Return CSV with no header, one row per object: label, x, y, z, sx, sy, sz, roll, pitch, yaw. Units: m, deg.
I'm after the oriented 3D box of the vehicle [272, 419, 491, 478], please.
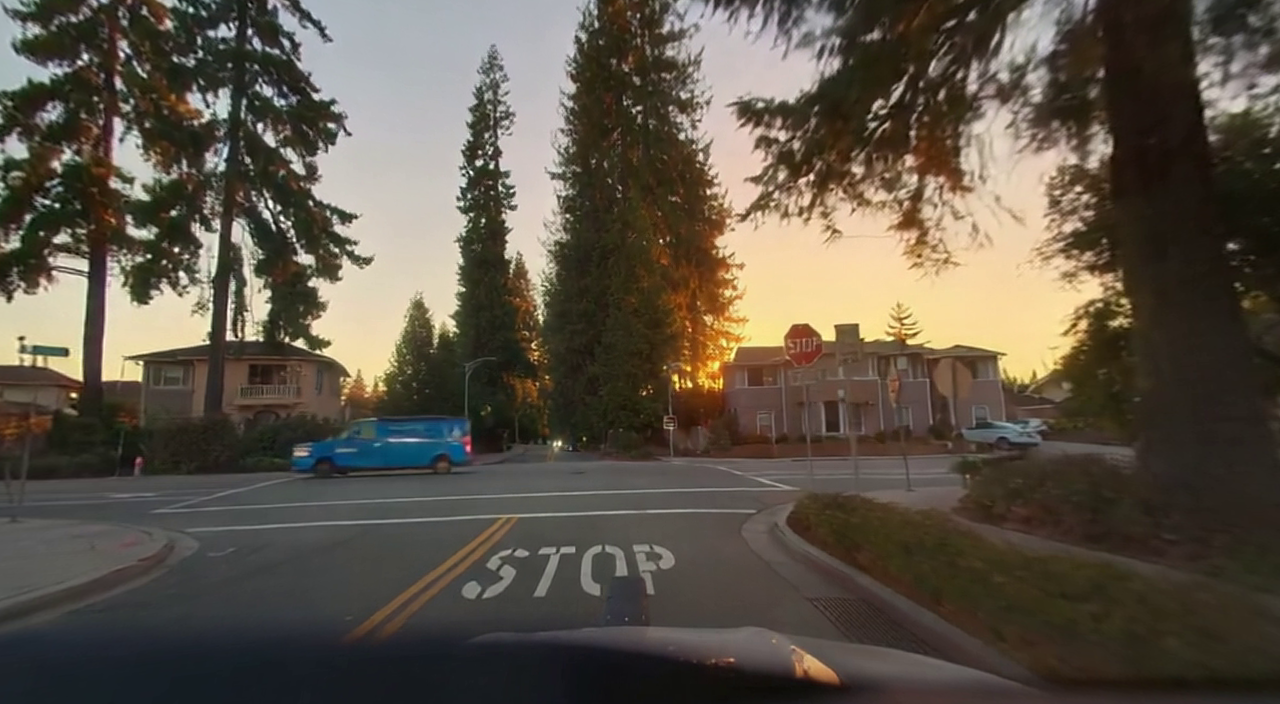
vehicle,-9.063,3.469,22.873,6.877,1.941,2.405,1,-8,-8
